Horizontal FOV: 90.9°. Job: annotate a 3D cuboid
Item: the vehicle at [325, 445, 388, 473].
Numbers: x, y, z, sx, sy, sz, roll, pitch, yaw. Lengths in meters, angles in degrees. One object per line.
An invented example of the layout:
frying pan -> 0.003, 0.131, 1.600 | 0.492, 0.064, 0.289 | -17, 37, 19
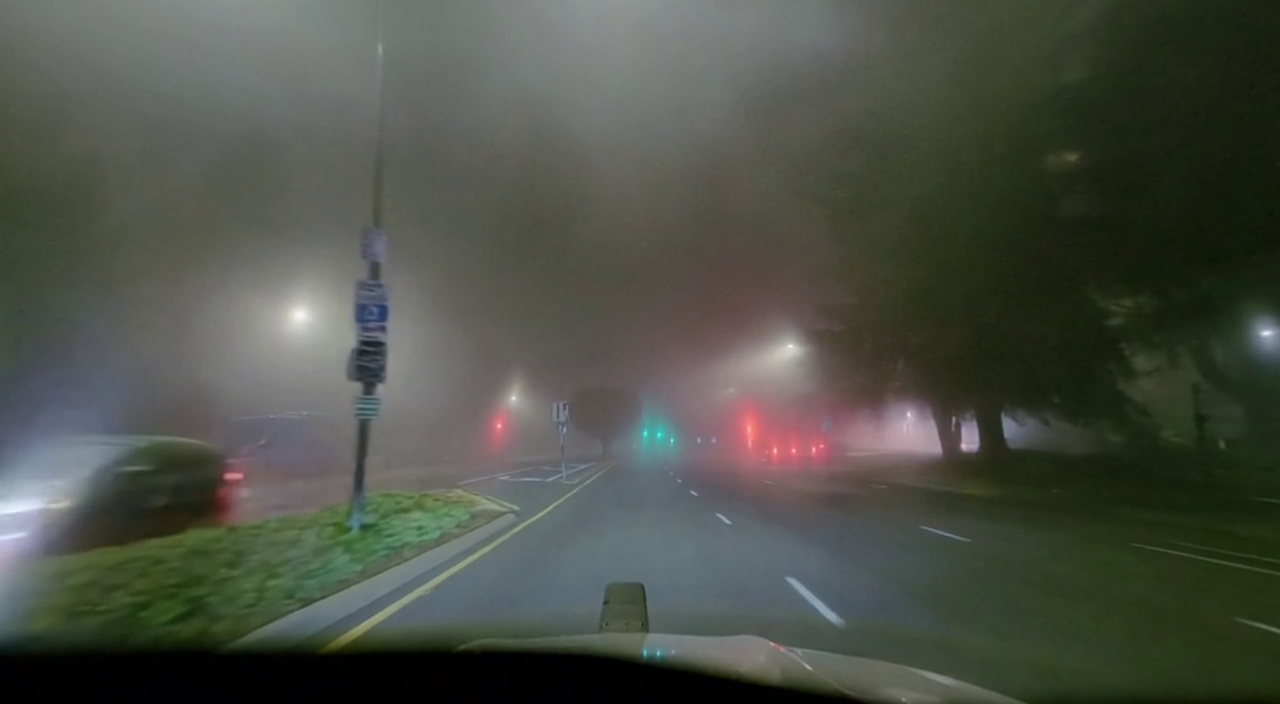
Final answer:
vehicle -> -17.882, 6.754, 39.993 | 1.892, 1.681, 4.596 | 0, -8, 0

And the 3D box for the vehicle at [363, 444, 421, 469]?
vehicle -> -17.807, 7.511, 45.560 | 2.200, 1.730, 4.886 | 0, -8, -1

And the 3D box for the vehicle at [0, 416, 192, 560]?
vehicle -> -8.283, 1.692, 8.106 | 1.903, 1.644, 4.182 | 0, -8, 1

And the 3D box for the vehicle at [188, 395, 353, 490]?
vehicle -> -17.678, 4.461, 31.154 | 3.028, 3.724, 9.001 | -4, -8, -2
